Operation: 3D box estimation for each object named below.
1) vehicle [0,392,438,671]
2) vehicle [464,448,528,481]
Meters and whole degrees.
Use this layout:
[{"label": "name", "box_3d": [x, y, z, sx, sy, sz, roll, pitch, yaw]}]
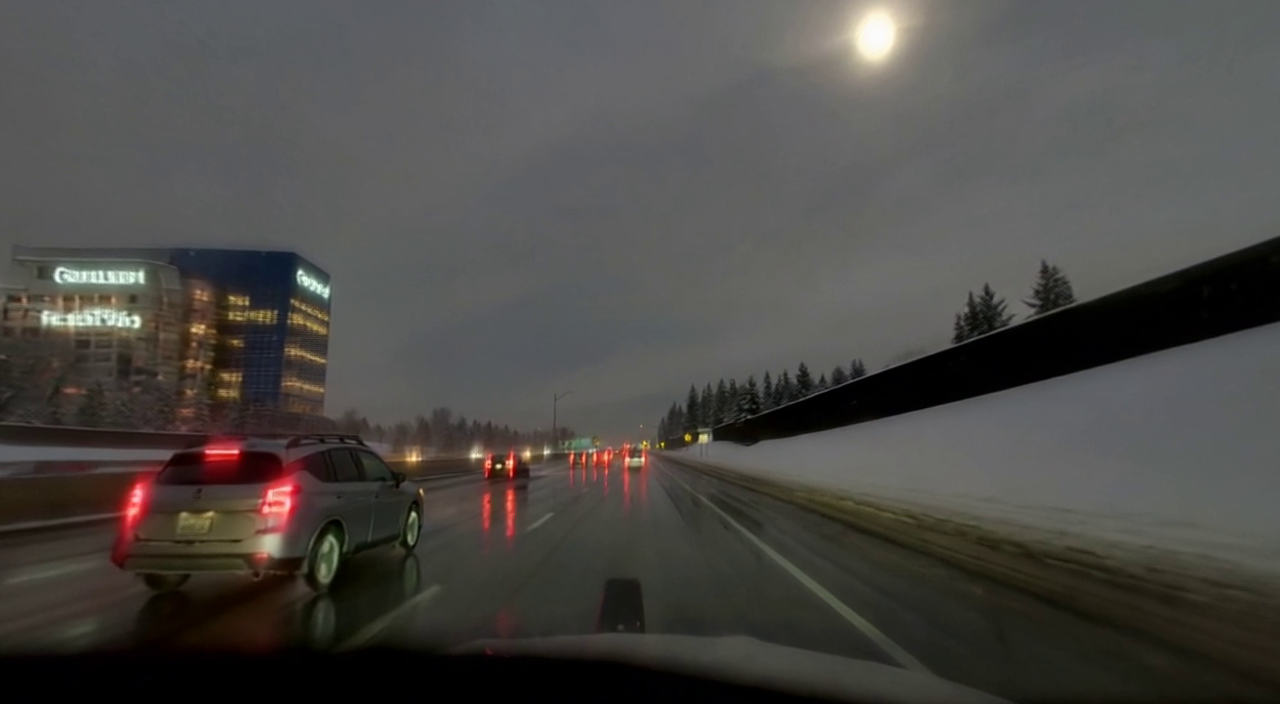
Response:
[{"label": "vehicle", "box_3d": [-3.825, 1.464, 6.264, 2.059, 1.725, 4.521, 0, -9, 1]}, {"label": "vehicle", "box_3d": [-7.154, 5.622, 31.805, 1.998, 1.542, 4.953, 0, -9, 1]}]
